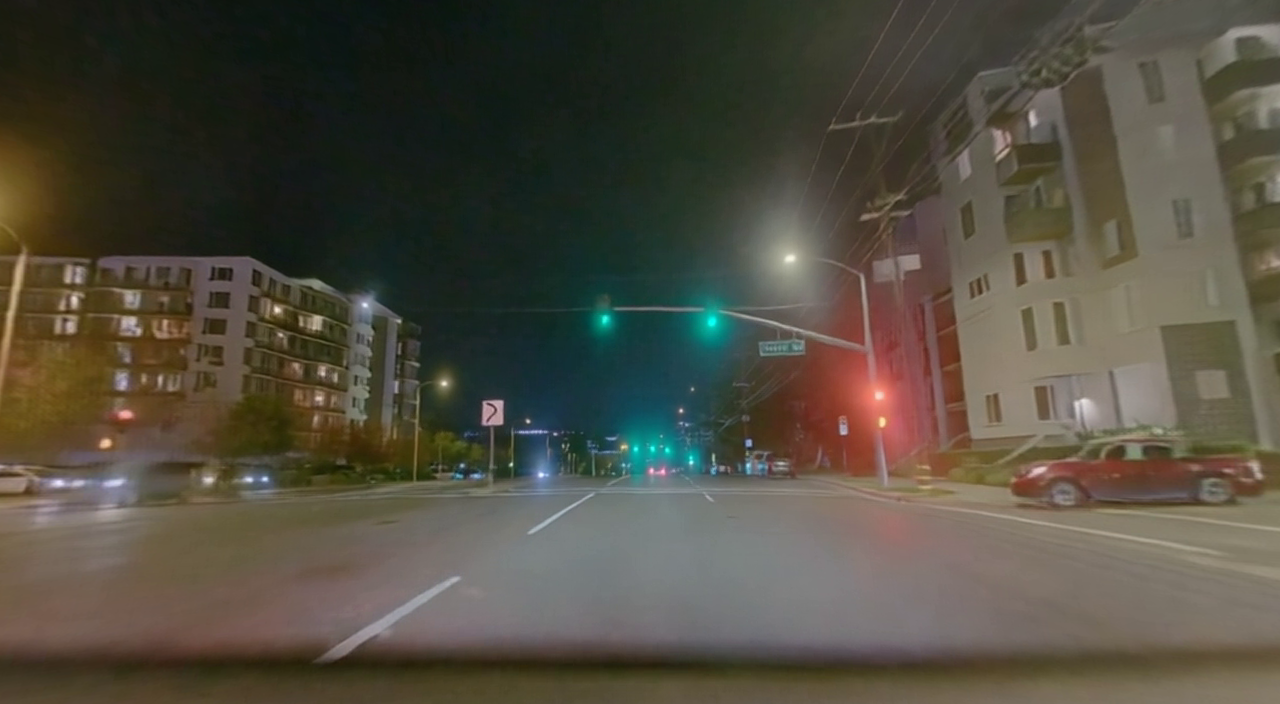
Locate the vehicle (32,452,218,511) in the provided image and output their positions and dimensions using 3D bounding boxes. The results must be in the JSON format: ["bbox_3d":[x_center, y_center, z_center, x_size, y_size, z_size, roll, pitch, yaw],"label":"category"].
[{"bbox_3d":[-16.056,4.019,20.077,1.951,1.595,4.548,-1,-8,2],"label":"vehicle"}]

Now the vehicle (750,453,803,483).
[{"bbox_3d":[7.485,6.363,34.964,1.875,1.481,4.434,0,-8,-1],"label":"vehicle"}]

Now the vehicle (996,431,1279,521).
[{"bbox_3d":[9.991,2.472,12.914,4.171,1.654,1.919,-1,-8,5],"label":"vehicle"}]
